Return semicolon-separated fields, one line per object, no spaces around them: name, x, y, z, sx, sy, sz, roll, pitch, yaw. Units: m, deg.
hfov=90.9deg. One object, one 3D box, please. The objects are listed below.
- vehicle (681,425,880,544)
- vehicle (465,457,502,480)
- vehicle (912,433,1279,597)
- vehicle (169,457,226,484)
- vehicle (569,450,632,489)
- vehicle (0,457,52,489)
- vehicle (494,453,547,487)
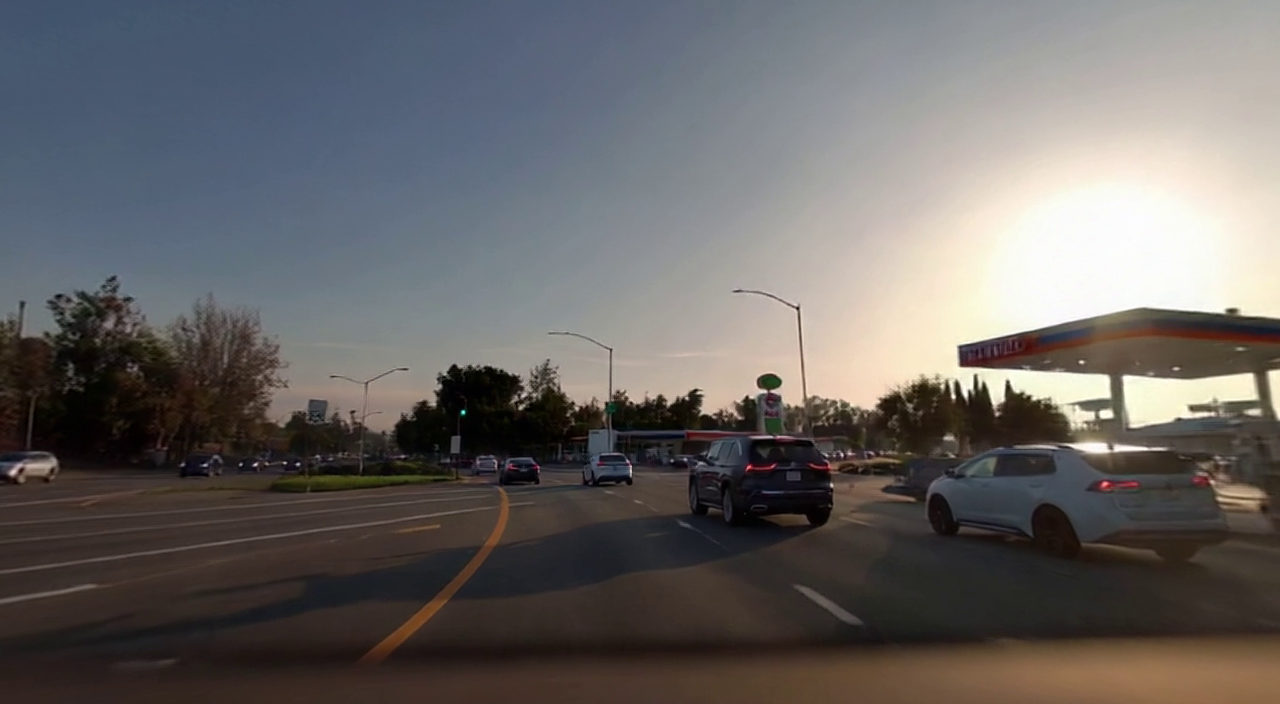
vehicle;2.362;2.428;12.145;2.184;1.777;4.712;3;-9;-8
vehicle;-12.221;9.020;49.046;2.193;1.609;3.874;5;-10;-20
vehicle;5.722;2.000;8.578;1.881;1.604;4.289;2;-9;-4
vehicle;-28.593;7.646;40.850;1.821;1.521;3.874;5;-10;-18
vehicle;-1.939;5.441;29.498;2.012;1.612;4.114;4;-9;-16
vehicle;-33.412;6.307;33.142;1.788;1.479;4.506;5;-10;-19
vehicle;-6.152;5.946;32.082;2.107;1.527;4.174;5;-10;-17
